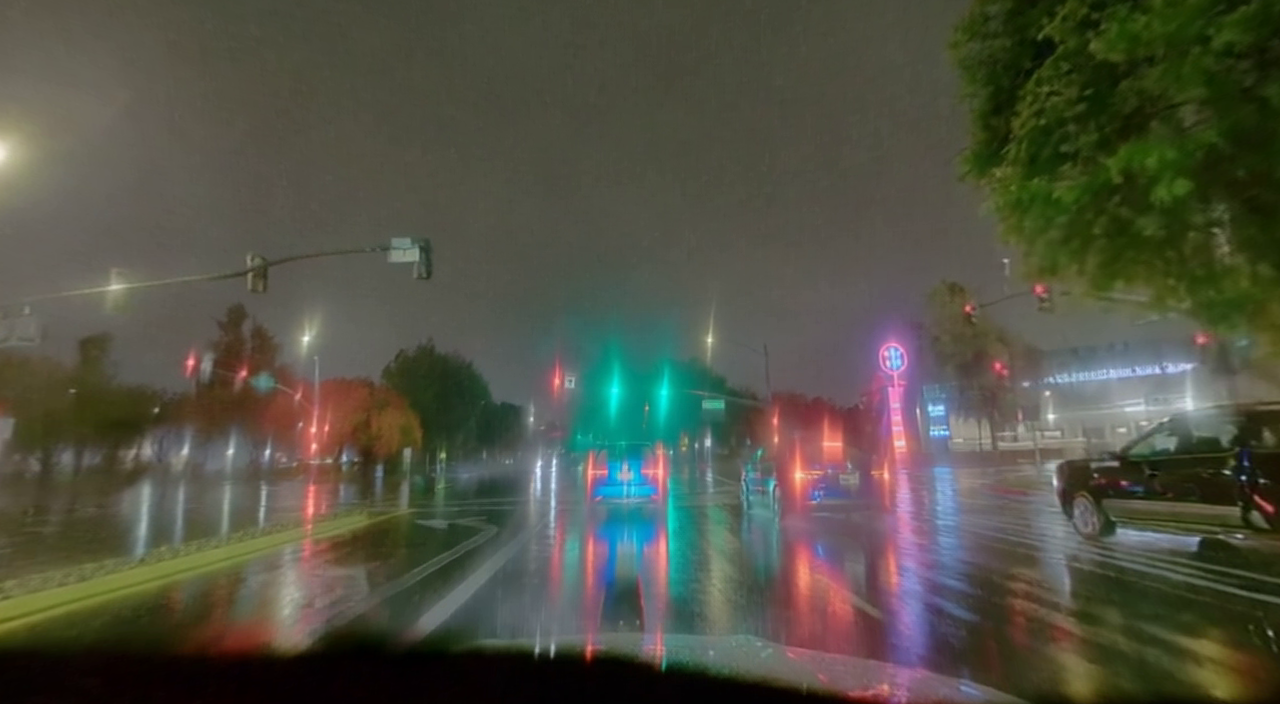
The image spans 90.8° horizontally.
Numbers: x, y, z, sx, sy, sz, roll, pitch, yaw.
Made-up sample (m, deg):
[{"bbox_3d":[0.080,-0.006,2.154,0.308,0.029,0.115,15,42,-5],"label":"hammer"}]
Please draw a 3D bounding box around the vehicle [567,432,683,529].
[{"bbox_3d":[-0.285,2.534,12.980,2.037,1.674,3.693,0,-8,-1],"label":"vehicle"}]

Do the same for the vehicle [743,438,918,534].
[{"bbox_3d":[3.506,2.534,12.707,1.955,1.550,4.587,0,-8,-2],"label":"vehicle"}]

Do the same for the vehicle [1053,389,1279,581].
[{"bbox_3d":[7.580,1.411,6.850,2.240,1.923,5.678,0,-8,-1],"label":"vehicle"}]
